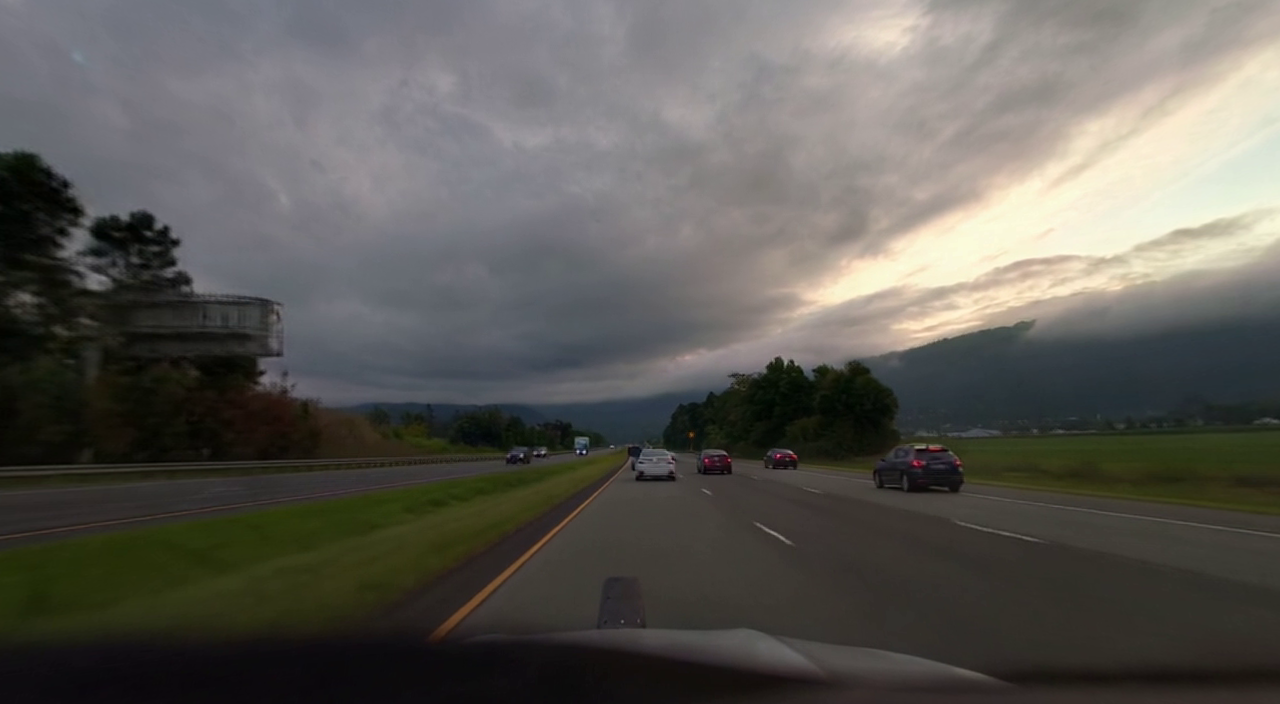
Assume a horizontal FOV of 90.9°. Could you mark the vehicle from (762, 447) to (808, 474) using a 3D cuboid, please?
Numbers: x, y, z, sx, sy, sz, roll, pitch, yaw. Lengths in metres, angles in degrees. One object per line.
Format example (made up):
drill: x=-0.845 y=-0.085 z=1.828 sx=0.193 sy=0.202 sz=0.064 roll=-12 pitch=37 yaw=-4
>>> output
vehicle: x=9.060 y=6.789 z=39.611 sx=1.957 sy=1.594 sz=3.632 roll=0 pitch=-9 yaw=-1

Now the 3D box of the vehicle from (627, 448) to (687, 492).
vehicle: x=0.575 y=4.243 z=22.928 sx=2.020 sy=1.426 sz=3.702 roll=0 pitch=-9 yaw=0

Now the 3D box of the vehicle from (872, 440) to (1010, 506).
vehicle: x=7.983 y=3.230 z=17.163 sx=1.847 sy=1.554 sz=3.752 roll=0 pitch=-9 yaw=0

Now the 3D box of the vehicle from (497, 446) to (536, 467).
vehicle: x=-9.301 y=7.941 z=47.946 sx=1.990 sy=1.466 sz=4.544 roll=0 pitch=-9 yaw=1

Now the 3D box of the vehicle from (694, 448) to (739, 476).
vehicle: x=4.268 y=6.235 z=35.918 sx=1.981 sy=1.518 sz=4.029 roll=0 pitch=-9 yaw=-1
